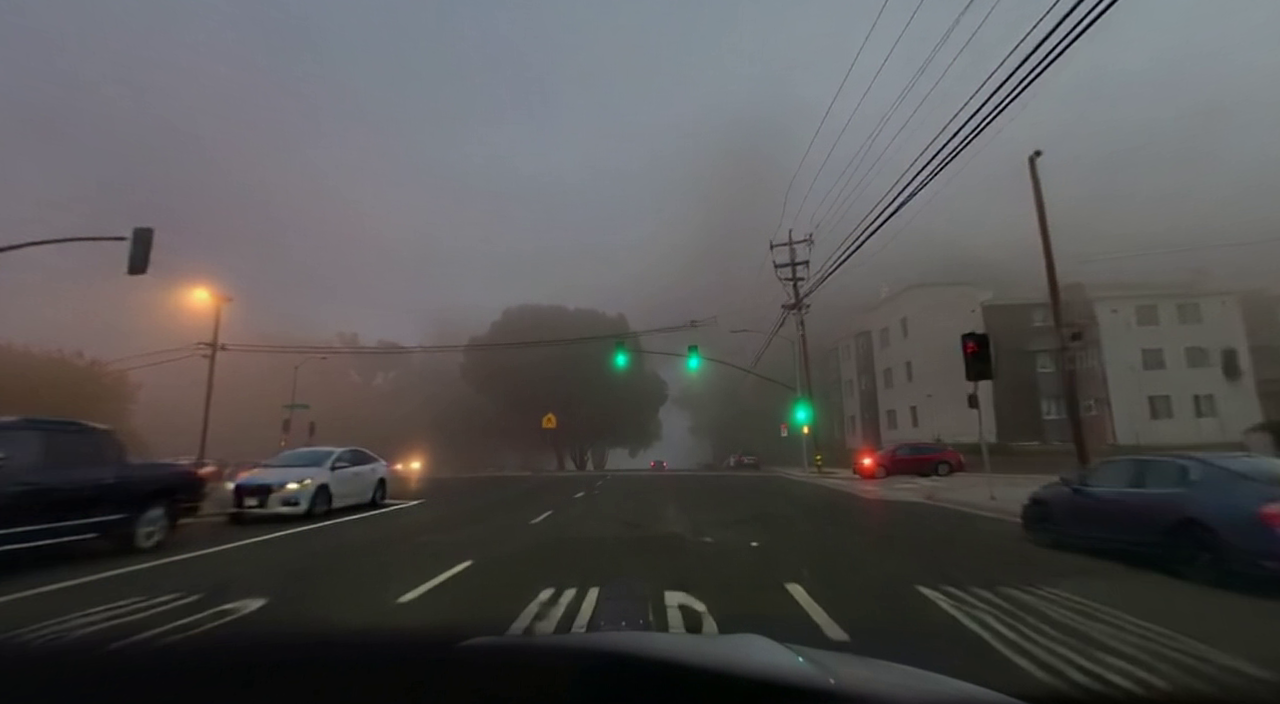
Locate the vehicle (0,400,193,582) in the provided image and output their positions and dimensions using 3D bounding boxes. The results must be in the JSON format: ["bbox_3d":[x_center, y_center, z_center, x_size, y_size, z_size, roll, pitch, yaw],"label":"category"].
[{"bbox_3d":[-7.412,1.400,6.372,2.074,1.794,4.832,0,-8,3],"label":"vehicle"}]

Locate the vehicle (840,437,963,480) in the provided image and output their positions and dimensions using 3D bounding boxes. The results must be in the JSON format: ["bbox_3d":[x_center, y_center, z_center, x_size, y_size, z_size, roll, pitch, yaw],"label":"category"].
[{"bbox_3d":[10.549,4.324,25.714,4.171,1.654,1.919,-1,-8,5],"label":"vehicle"}]

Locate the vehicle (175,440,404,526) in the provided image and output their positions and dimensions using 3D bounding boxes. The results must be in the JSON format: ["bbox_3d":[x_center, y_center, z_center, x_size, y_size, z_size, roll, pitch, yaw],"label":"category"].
[{"bbox_3d":[-6.971,2.619,13.336,1.953,1.471,4.744,0,-8,3],"label":"vehicle"}]

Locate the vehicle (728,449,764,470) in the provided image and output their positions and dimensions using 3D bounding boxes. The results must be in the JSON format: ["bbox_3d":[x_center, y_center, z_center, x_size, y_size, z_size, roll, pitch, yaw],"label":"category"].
[{"bbox_3d":[7.990,8.143,47.824,1.875,1.481,4.434,0,-8,-1],"label":"vehicle"}]

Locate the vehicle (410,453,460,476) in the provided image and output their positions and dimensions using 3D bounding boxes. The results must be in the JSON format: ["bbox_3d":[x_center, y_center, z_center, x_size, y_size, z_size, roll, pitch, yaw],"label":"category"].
[{"bbox_3d":[-15.158,8.315,46.810,1.951,1.595,4.548,-1,-8,4],"label":"vehicle"}]

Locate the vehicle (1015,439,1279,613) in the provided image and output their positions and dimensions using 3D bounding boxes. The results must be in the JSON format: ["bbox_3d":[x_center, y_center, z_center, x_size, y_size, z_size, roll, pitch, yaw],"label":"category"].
[{"bbox_3d":[6.511,1.781,7.343,1.838,1.496,4.064,0,-8,1],"label":"vehicle"}]
